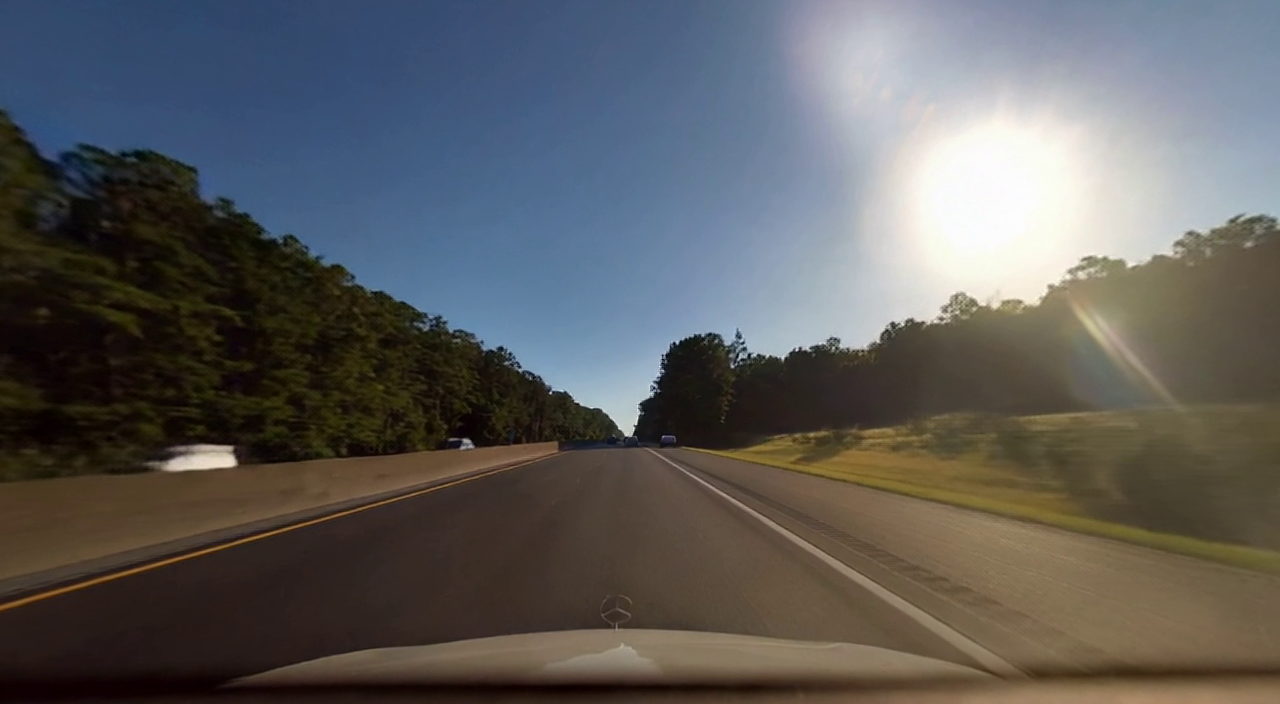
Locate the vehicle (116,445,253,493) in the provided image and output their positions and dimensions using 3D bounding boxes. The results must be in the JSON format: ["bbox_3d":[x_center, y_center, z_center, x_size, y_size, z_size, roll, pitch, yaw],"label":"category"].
[{"bbox_3d":[-16.541,4.224,23.207,1.860,1.515,4.377,0,-8,-2],"label":"vehicle"}]

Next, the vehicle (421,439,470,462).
[{"bbox_3d":[-12.975,6.560,42.273,1.972,1.439,4.298,0,-8,-1],"label":"vehicle"}]
